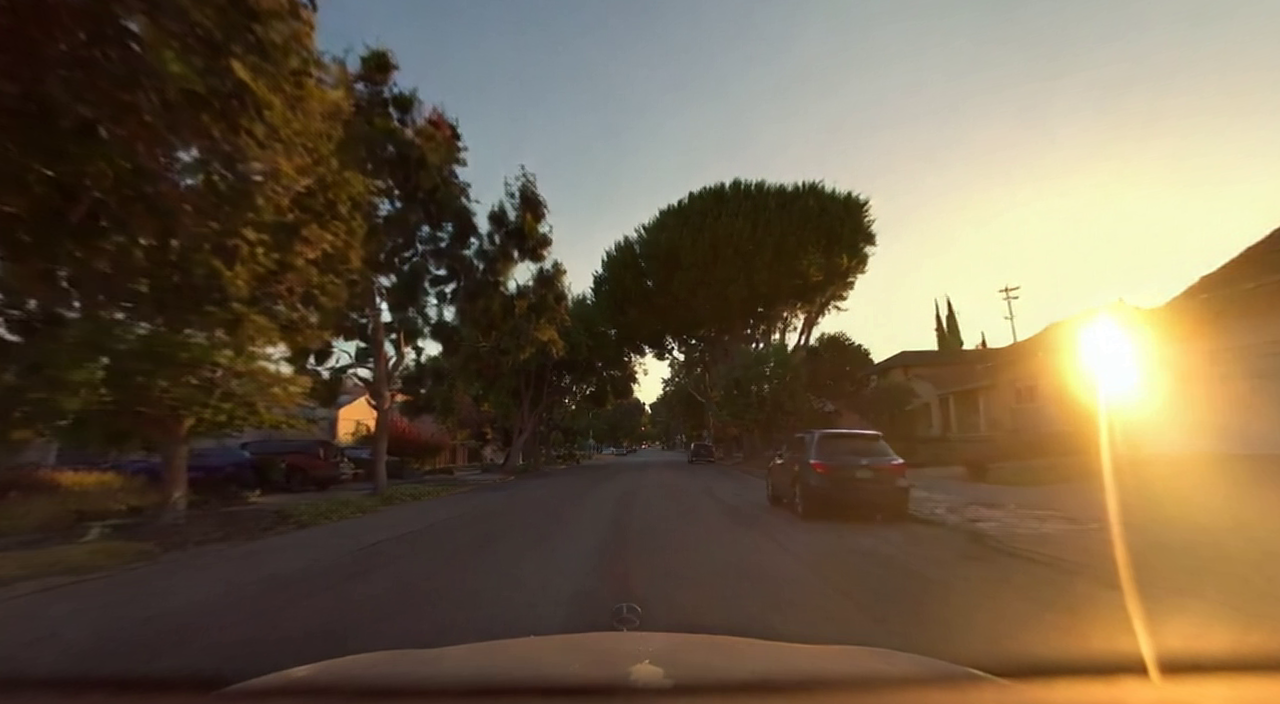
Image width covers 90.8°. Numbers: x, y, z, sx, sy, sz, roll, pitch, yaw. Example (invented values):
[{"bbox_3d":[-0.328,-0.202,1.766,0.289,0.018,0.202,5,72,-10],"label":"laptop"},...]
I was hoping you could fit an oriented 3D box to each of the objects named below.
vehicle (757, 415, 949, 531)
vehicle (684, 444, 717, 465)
[{"bbox_3d":[3.641,2.172,11.859,2.055,1.738,4.448,0,-9,0],"label":"vehicle"},{"bbox_3d":[4.395,7.519,46.557,2.013,1.473,4.329,0,-9,0],"label":"vehicle"}]
